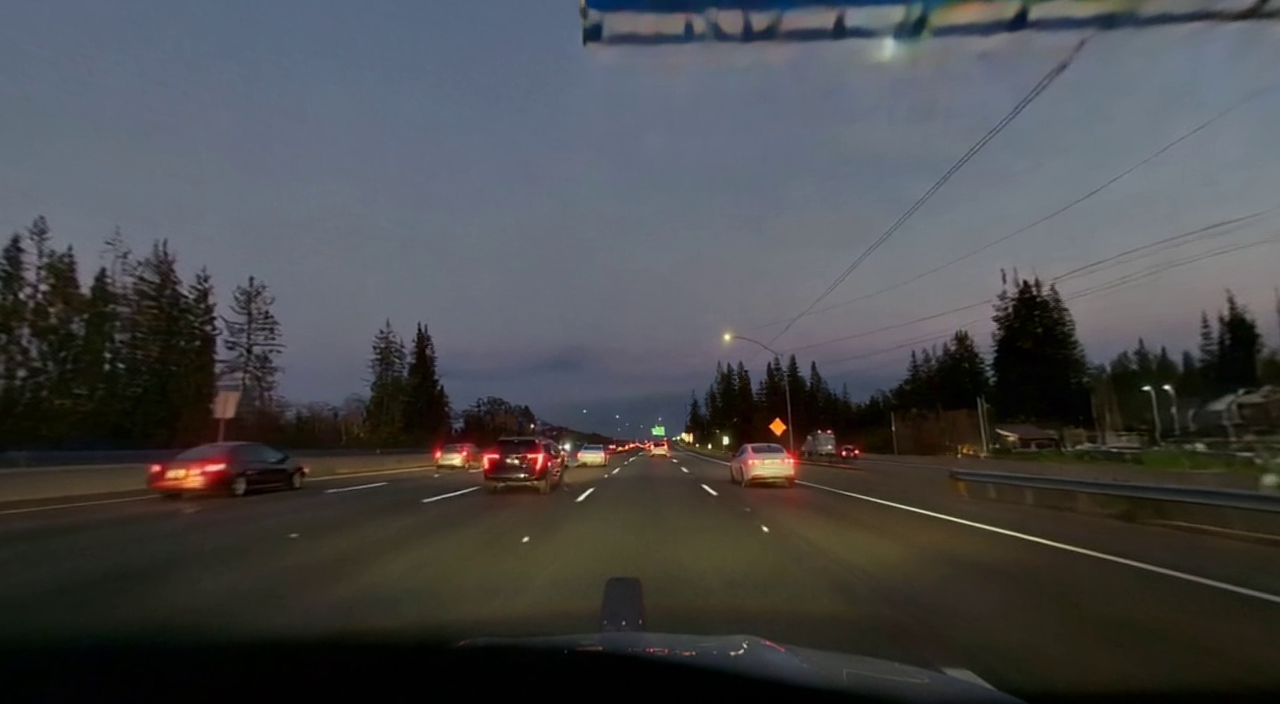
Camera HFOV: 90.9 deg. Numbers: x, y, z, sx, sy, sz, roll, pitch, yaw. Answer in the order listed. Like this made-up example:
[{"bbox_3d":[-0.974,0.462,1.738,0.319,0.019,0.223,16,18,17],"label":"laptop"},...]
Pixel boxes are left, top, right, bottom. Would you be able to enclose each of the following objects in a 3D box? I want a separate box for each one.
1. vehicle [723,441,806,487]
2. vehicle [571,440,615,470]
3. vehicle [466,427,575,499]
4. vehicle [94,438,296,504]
[{"bbox_3d":[4.349,3.971,22.783,2.022,1.472,4.678,0,-8,0],"label":"vehicle"},{"bbox_3d":[-2.689,6.038,37.252,2.133,1.668,4.505,0,-8,2],"label":"vehicle"},{"bbox_3d":[-3.220,3.116,18.036,2.133,1.775,4.530,0,-8,1],"label":"vehicle"},{"bbox_3d":[-11.239,3.006,16.446,1.877,1.458,4.543,0,-8,1],"label":"vehicle"}]
